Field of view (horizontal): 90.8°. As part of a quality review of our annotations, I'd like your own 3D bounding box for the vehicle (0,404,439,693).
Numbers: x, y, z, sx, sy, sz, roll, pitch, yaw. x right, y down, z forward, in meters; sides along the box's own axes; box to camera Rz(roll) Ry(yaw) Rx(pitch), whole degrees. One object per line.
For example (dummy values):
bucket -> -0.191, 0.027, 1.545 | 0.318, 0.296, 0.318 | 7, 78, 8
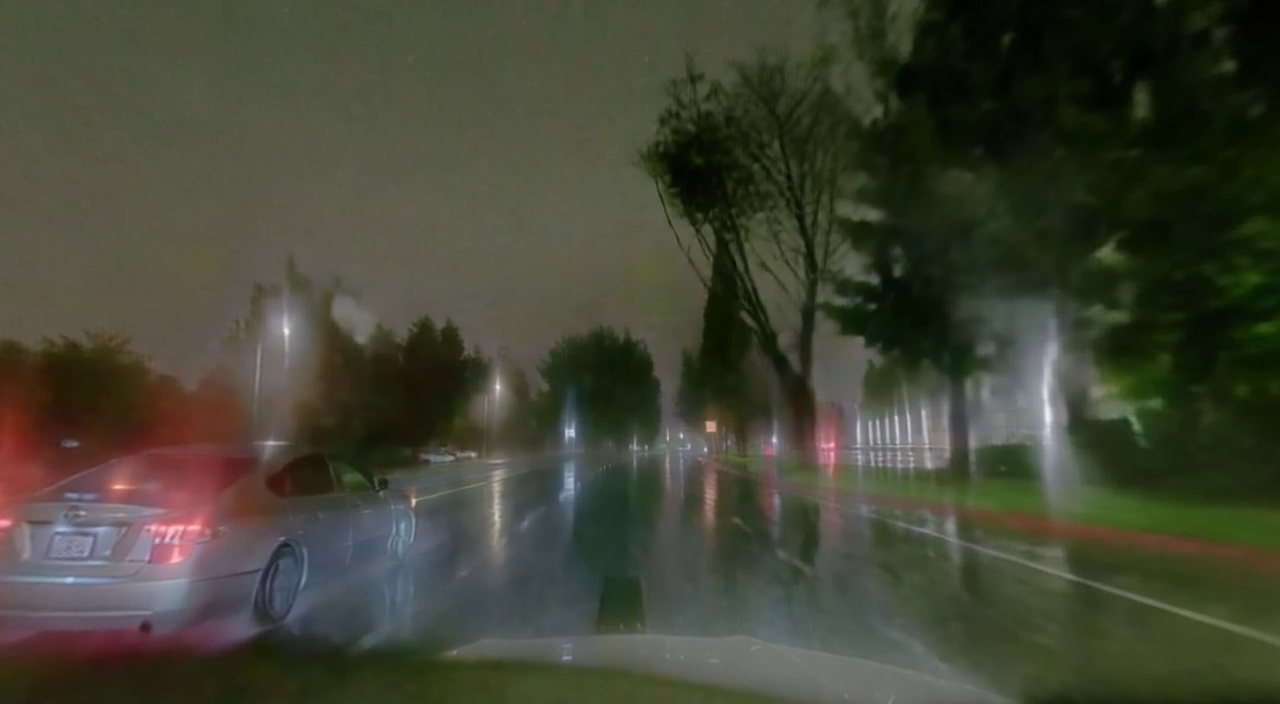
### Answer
vehicle -> -3.463, 1.361, 5.574 | 1.915, 1.521, 4.283 | 0, -8, 1
